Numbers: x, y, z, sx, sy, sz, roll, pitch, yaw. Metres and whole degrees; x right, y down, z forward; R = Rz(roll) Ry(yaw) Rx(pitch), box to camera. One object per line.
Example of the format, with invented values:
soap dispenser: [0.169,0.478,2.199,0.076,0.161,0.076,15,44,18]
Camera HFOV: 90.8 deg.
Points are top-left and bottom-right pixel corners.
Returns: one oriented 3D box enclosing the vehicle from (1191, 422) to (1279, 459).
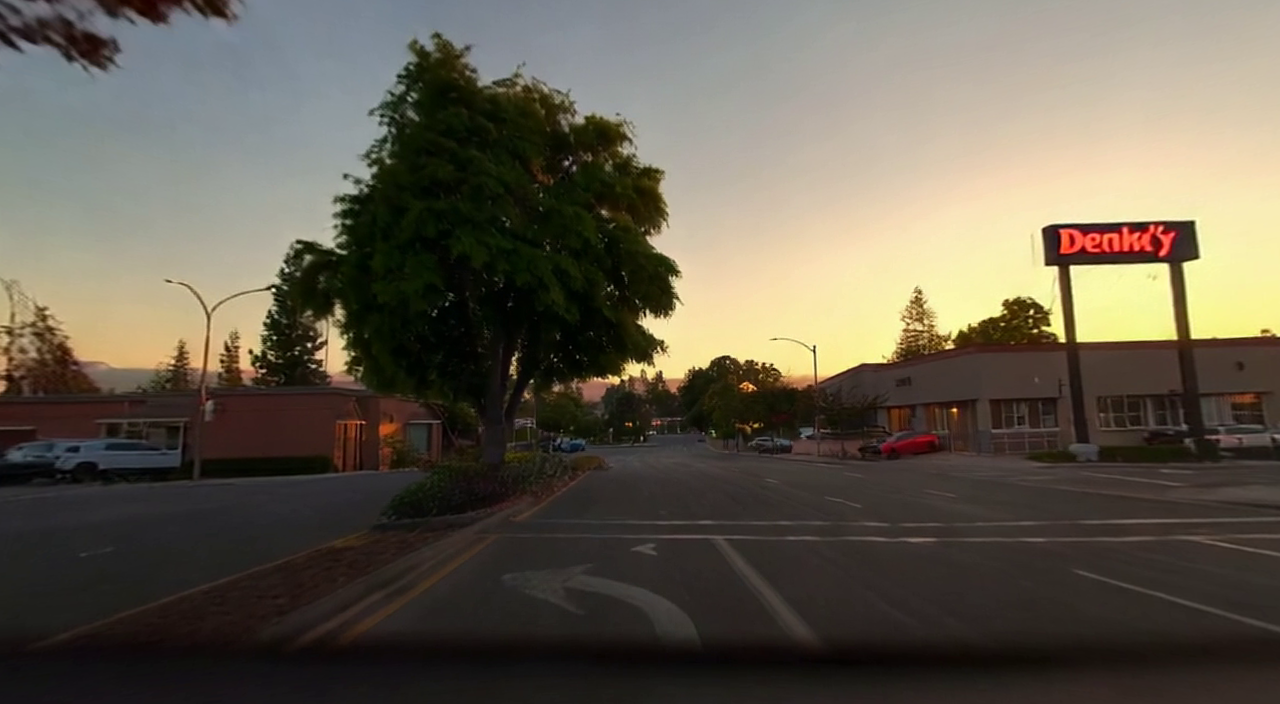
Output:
vehicle: [26.543,3.797,27.039,1.836,1.497,4.419,0,-8,0]

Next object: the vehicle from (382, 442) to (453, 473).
vehicle: [-11.787,5.635,33.906,1.997,1.516,4.790,0,-8,1]

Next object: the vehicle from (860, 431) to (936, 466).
vehicle: [13.639,5.137,33.715,1.987,1.694,4.523,0,-8,-1]
